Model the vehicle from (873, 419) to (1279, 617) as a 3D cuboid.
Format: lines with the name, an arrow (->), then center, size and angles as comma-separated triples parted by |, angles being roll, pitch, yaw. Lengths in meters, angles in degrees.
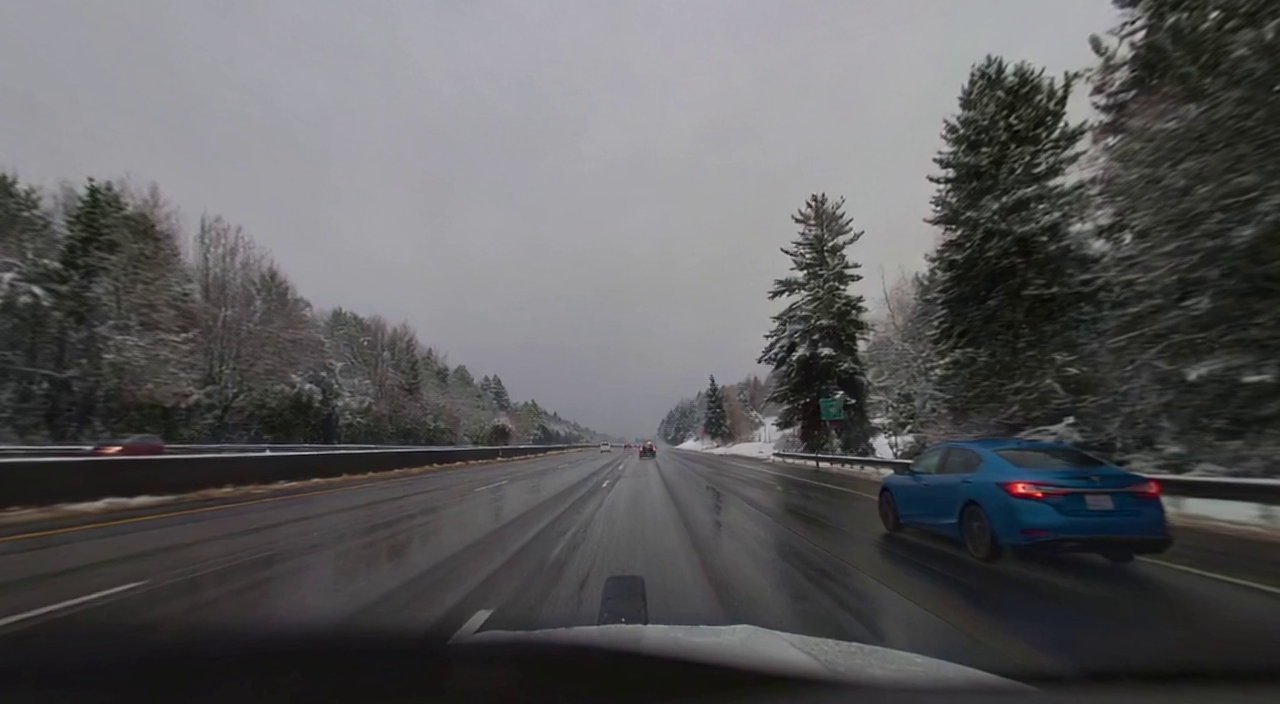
vehicle -> 4.599, 1.635, 7.253 | 2.008, 1.524, 4.598 | 0, -8, 0

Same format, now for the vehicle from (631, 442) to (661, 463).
vehicle -> 0.420, 7.244, 45.571 | 2.052, 1.449, 3.857 | 0, -8, 0
